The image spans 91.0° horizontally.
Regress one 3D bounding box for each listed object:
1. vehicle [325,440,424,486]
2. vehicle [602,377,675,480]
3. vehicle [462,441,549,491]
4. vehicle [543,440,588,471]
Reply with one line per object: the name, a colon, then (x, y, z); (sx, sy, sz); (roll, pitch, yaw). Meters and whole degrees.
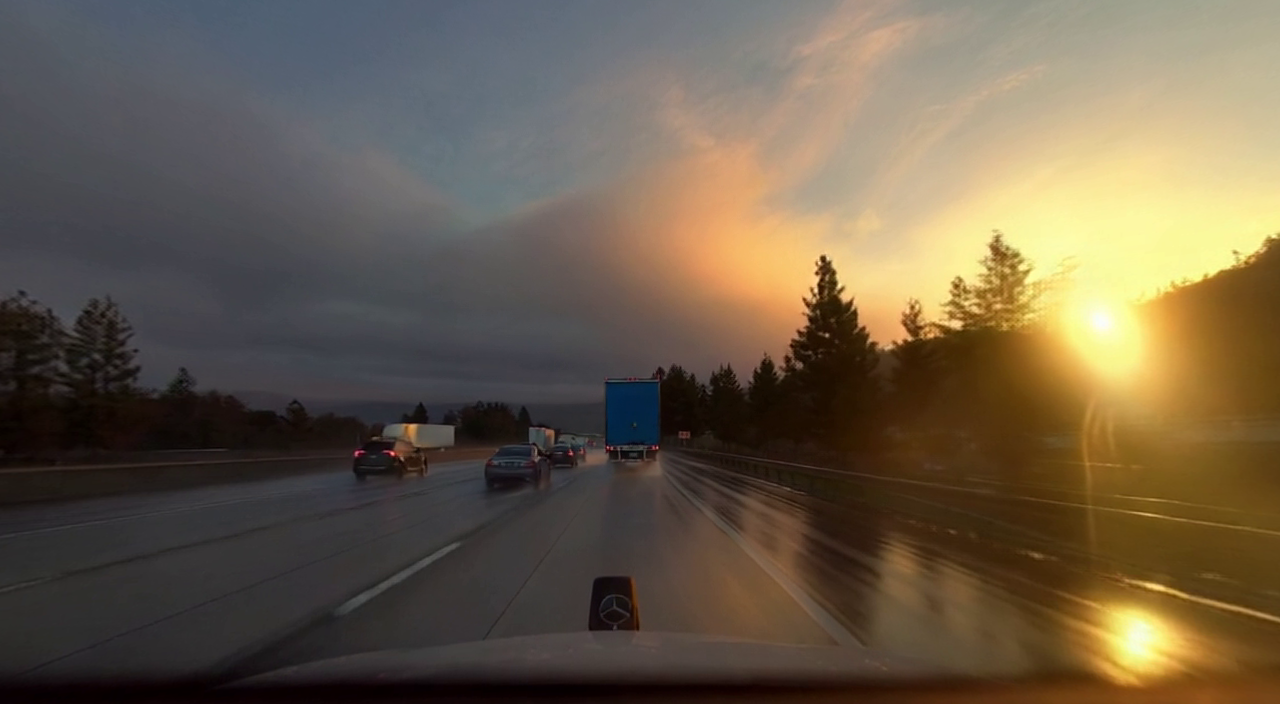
vehicle: (-10.002, 4.197, 24.118); (1.952, 1.590, 4.090); (-1, -8, 1)
vehicle: (-0.314, 3.820, 30.714); (2.913, 4.113, 10.724); (0, -8, -3)
vehicle: (-4.605, 3.952, 22.232); (2.164, 1.582, 3.979); (0, -8, 1)
vehicle: (-4.320, 6.043, 37.120); (2.158, 1.680, 4.087); (0, -8, 0)
